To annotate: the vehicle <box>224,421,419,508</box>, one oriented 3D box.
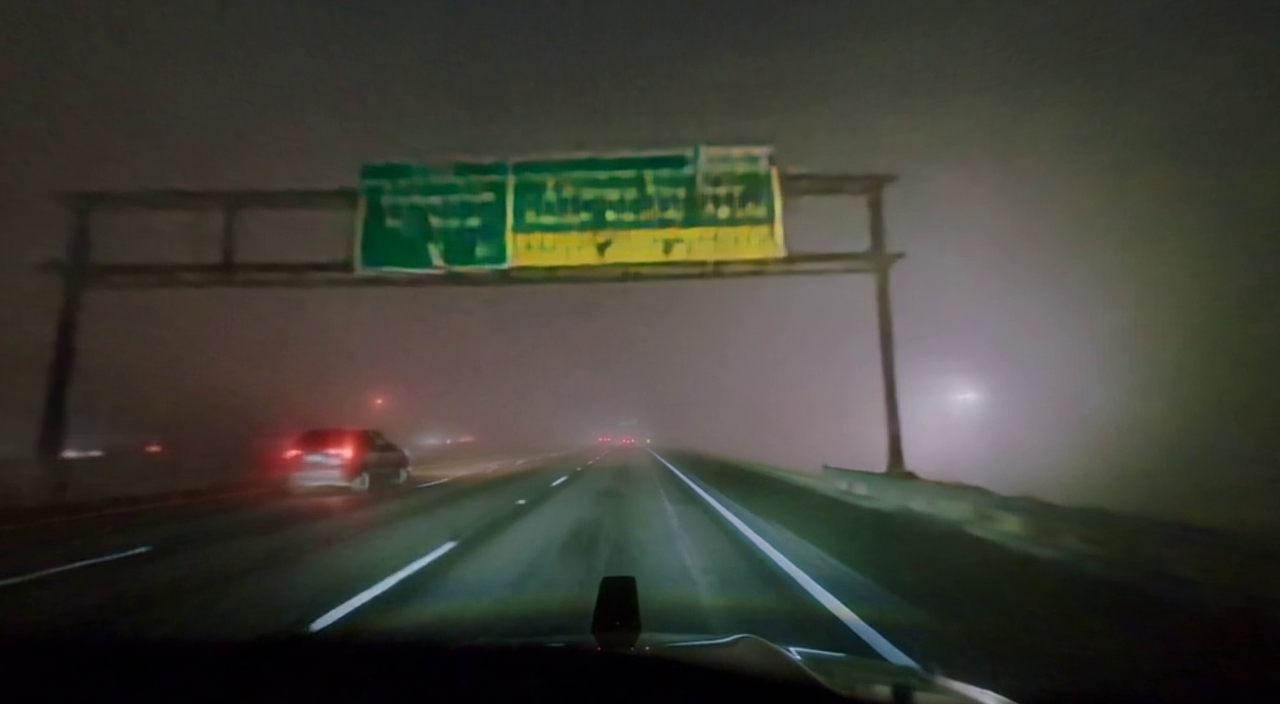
[{"bbox_3d":[-7.028,2.511,14.586,2.111,1.662,4.630,0,-8,0],"label":"vehicle"}]
